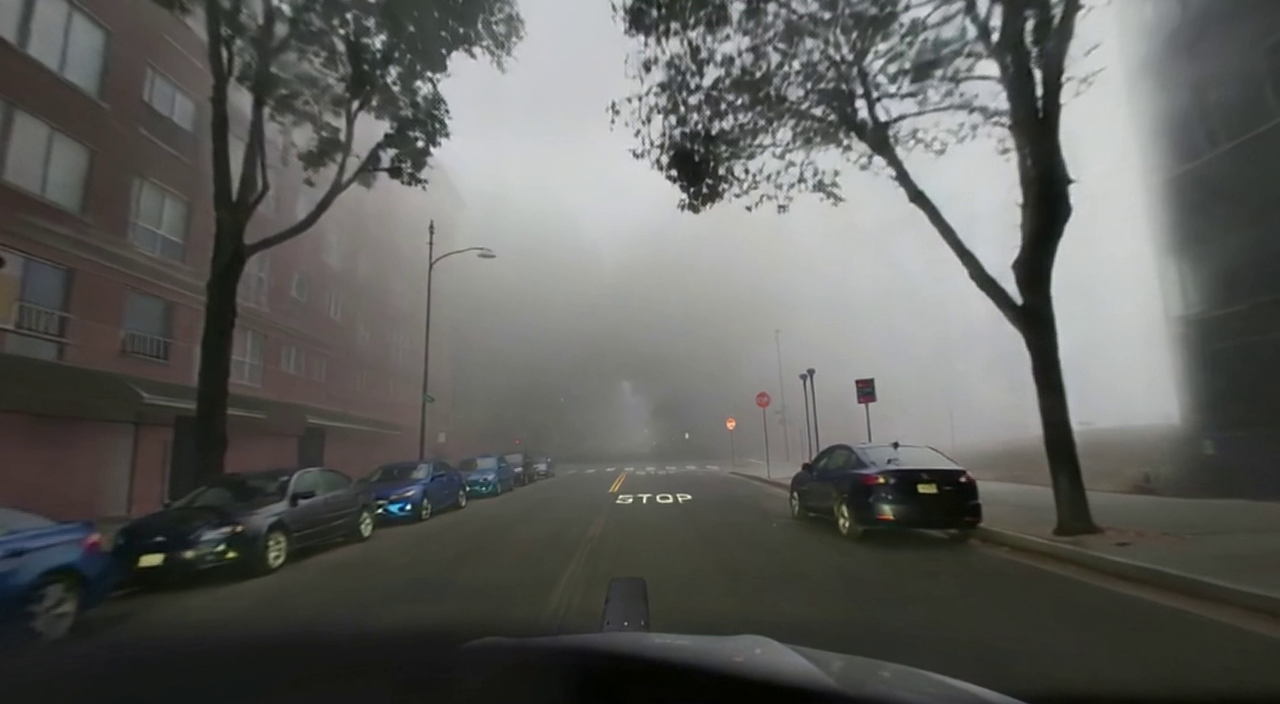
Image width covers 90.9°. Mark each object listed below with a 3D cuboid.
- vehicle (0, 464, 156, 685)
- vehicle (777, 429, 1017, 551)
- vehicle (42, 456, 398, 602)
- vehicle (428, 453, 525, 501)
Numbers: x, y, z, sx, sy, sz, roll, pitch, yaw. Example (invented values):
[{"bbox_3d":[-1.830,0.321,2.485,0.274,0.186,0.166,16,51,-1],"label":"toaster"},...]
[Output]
[{"bbox_3d":[-5.403,1.427,3.481,2.089,1.463,4.350,0,-8,-2],"label":"vehicle"},{"bbox_3d":[3.827,2.116,10.383,1.978,1.554,4.192,0,-8,-3],"label":"vehicle"},{"bbox_3d":[-5.475,2.312,9.318,1.873,1.448,5.013,0,-8,-1],"label":"vehicle"},{"bbox_3d":[-5.469,4.233,21.769,2.131,1.407,4.547,0,-8,0],"label":"vehicle"}]
